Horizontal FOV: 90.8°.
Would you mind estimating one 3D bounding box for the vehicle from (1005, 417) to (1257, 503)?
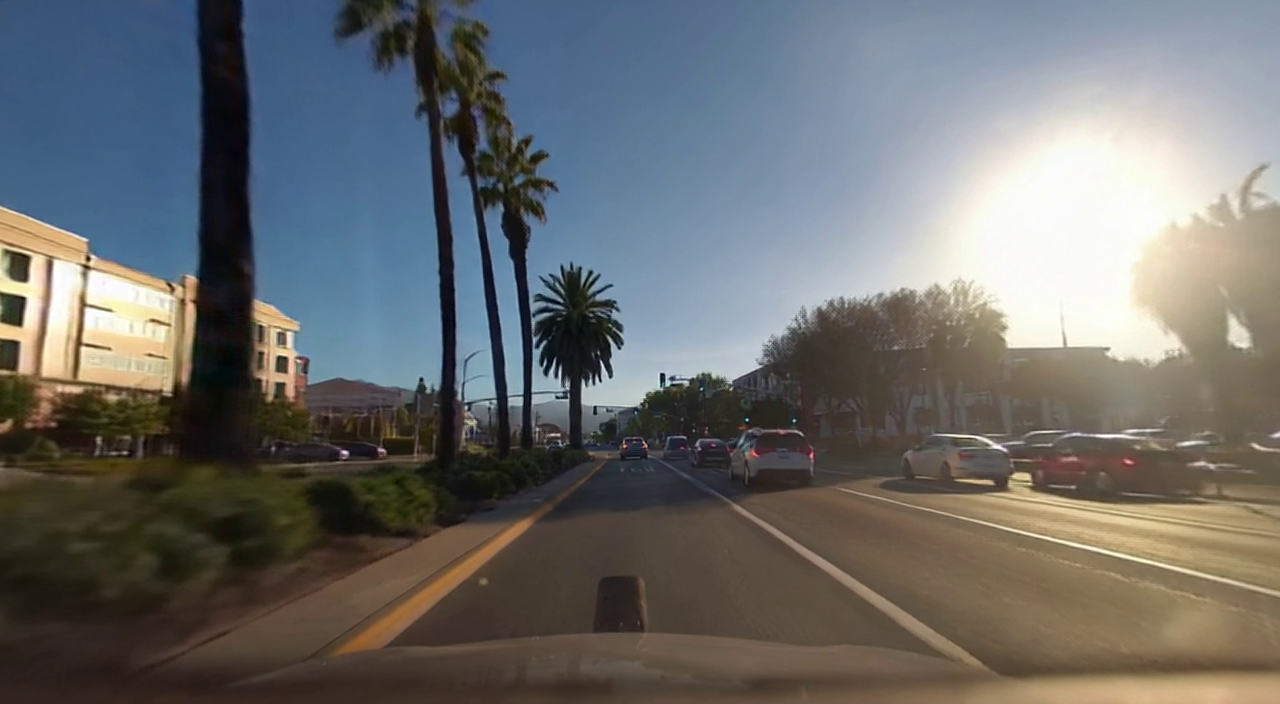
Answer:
[{"bbox_3d":[12.732,2.853,17.082,2.157,1.937,5.386,0,-9,-5],"label":"vehicle"}]

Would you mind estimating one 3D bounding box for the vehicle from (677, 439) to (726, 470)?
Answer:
[{"bbox_3d":[3.189,5.425,33.639,2.010,1.509,4.377,0,-9,-2],"label":"vehicle"}]

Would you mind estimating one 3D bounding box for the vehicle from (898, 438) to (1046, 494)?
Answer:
[{"bbox_3d":[9.689,3.346,18.926,1.871,1.465,4.395,0,-9,-2],"label":"vehicle"}]

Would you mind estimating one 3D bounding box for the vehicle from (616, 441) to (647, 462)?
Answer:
[{"bbox_3d":[-0.653,7.307,46.384,2.115,1.464,4.205,0,-9,-1],"label":"vehicle"}]

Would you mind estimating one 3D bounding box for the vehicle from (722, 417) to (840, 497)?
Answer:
[{"bbox_3d":[3.759,2.922,17.843,2.104,1.910,4.693,0,-9,-2],"label":"vehicle"}]
